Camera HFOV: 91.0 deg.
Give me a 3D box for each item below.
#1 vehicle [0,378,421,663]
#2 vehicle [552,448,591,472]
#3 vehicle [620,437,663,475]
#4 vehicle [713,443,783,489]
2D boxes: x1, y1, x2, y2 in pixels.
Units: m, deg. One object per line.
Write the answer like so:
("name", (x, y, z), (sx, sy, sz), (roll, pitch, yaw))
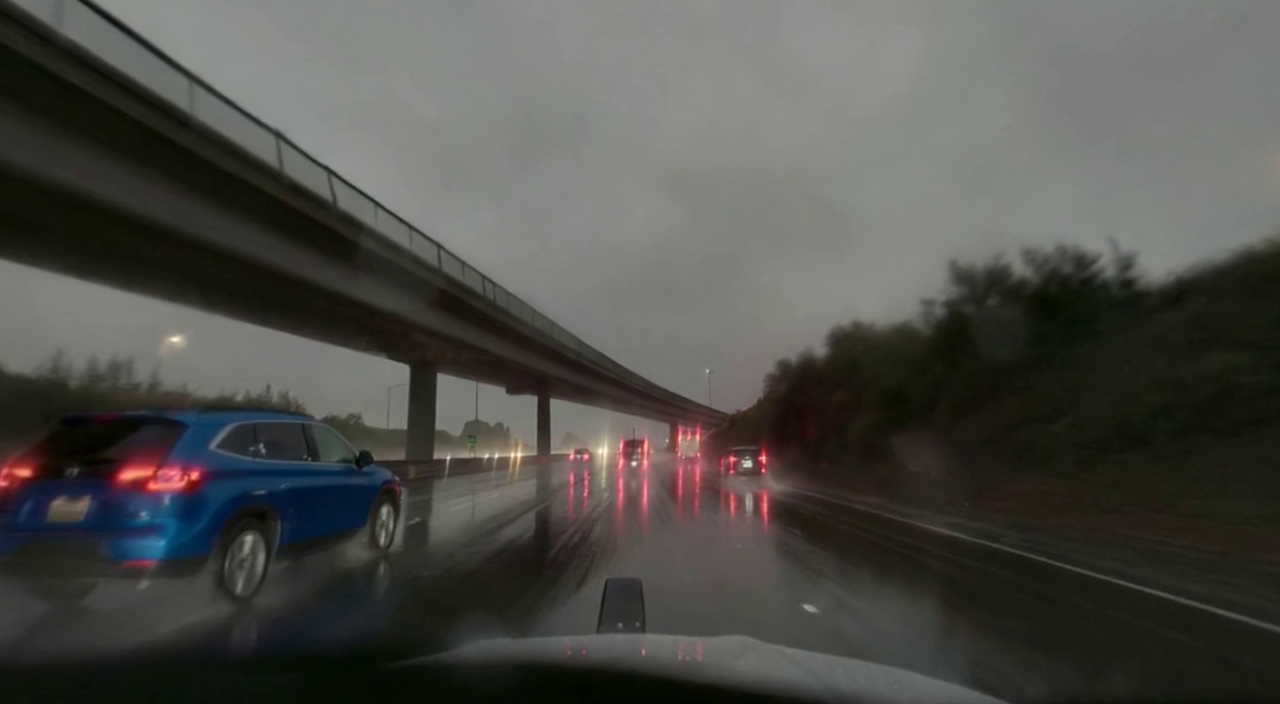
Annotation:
("vehicle", (-4.060, 1.376, 6.229), (2.089, 1.751, 4.515), (0, -9, 1))
("vehicle", (-4.432, 7.047, 41.323), (1.994, 1.475, 4.171), (0, -9, 1))
("vehicle", (0.062, 5.635, 34.258), (2.155, 1.909, 4.529), (0, -9, 0))
("vehicle", (3.909, 4.170, 23.414), (1.959, 1.554, 3.795), (0, -9, 0))
